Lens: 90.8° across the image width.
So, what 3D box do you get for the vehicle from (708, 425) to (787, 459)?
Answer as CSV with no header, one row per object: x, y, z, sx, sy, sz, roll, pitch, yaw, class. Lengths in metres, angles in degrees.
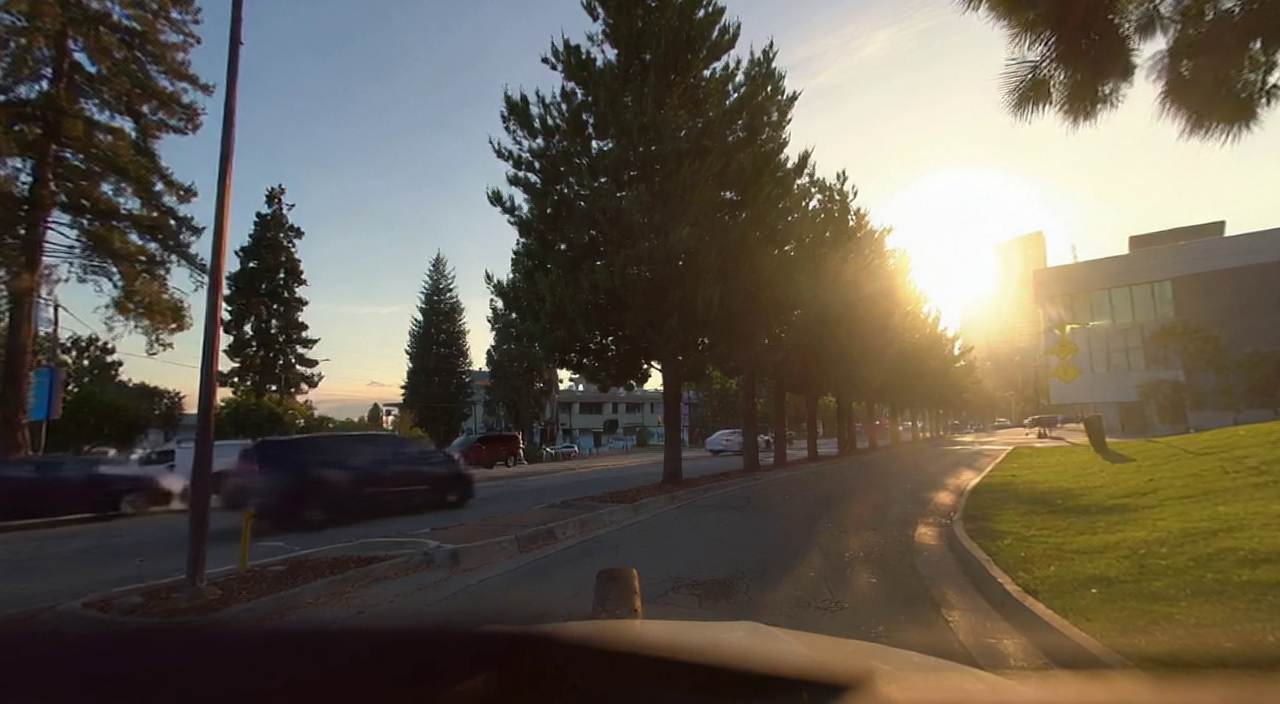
5.752,4.724,33.257,2.040,1.625,5.119,-5,-10,36,vehicle

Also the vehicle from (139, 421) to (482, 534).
-5.700,2.192,11.562,2.201,1.574,5.060,-11,-13,42,vehicle

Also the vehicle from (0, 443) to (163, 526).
-14.526,3.125,14.686,2.313,1.688,5.015,-12,-12,39,vehicle
